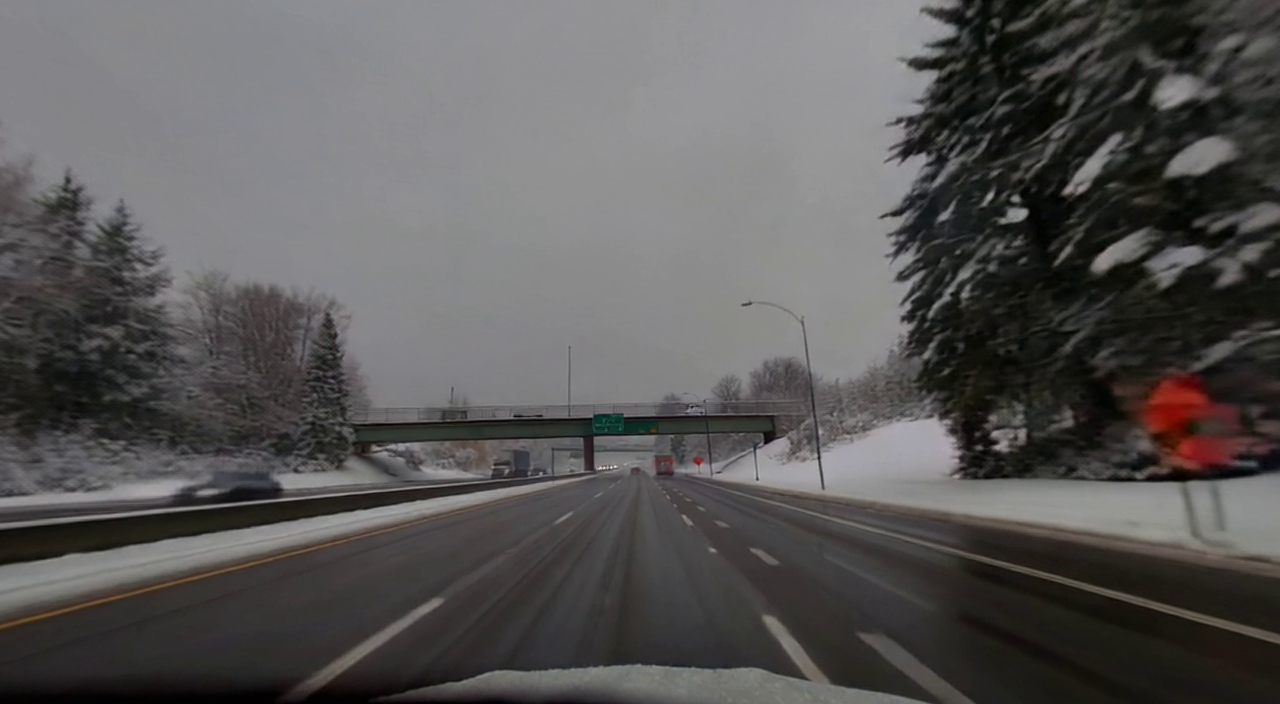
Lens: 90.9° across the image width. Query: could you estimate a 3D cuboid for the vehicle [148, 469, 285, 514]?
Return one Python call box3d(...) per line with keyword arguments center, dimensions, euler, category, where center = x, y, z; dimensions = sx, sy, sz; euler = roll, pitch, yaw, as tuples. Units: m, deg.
box3d(center=(-16.229, 5.348, 24.503), dimensions=(1.966, 1.490, 4.753), euler=(1, -10, 0), category="vehicle")
